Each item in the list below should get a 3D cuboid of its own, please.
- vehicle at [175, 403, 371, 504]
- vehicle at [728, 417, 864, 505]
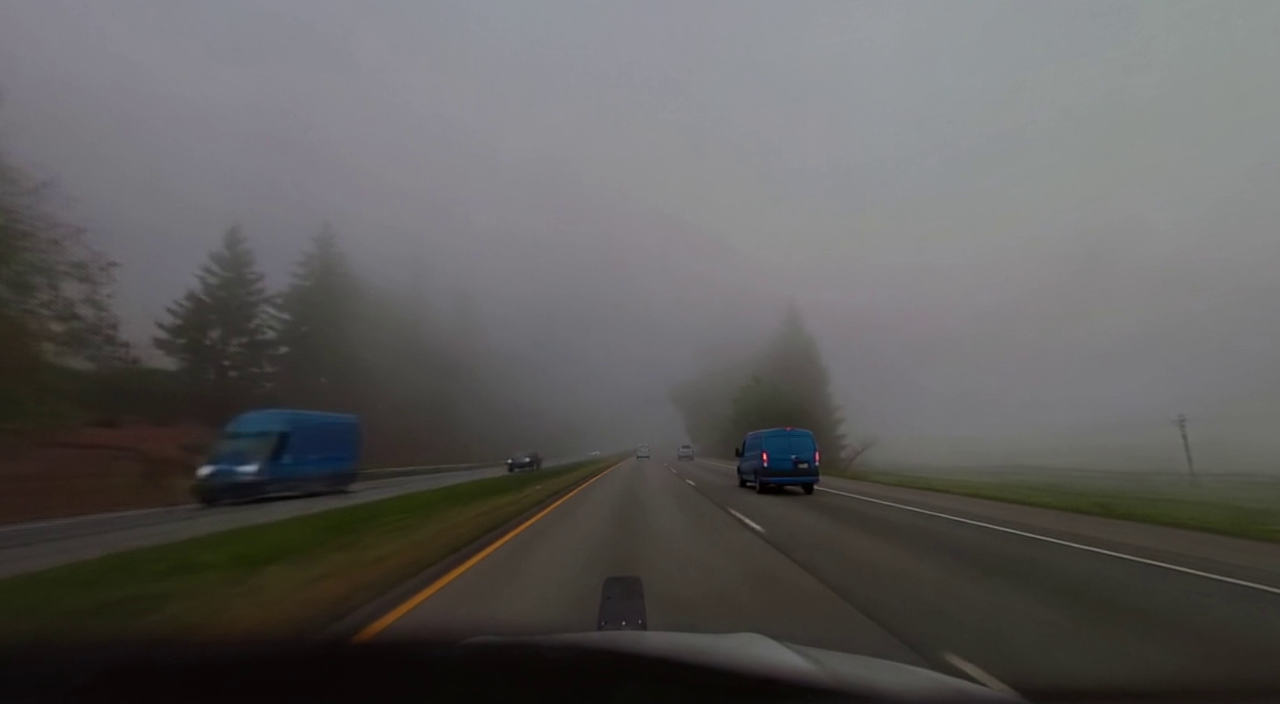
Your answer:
[{"bbox_3d":[-13.334,3.843,23.955,2.734,3.160,7.643,-1,-9,1],"label":"vehicle"},{"bbox_3d":[4.016,2.945,17.282,2.371,2.045,4.768,0,-9,-1],"label":"vehicle"}]
